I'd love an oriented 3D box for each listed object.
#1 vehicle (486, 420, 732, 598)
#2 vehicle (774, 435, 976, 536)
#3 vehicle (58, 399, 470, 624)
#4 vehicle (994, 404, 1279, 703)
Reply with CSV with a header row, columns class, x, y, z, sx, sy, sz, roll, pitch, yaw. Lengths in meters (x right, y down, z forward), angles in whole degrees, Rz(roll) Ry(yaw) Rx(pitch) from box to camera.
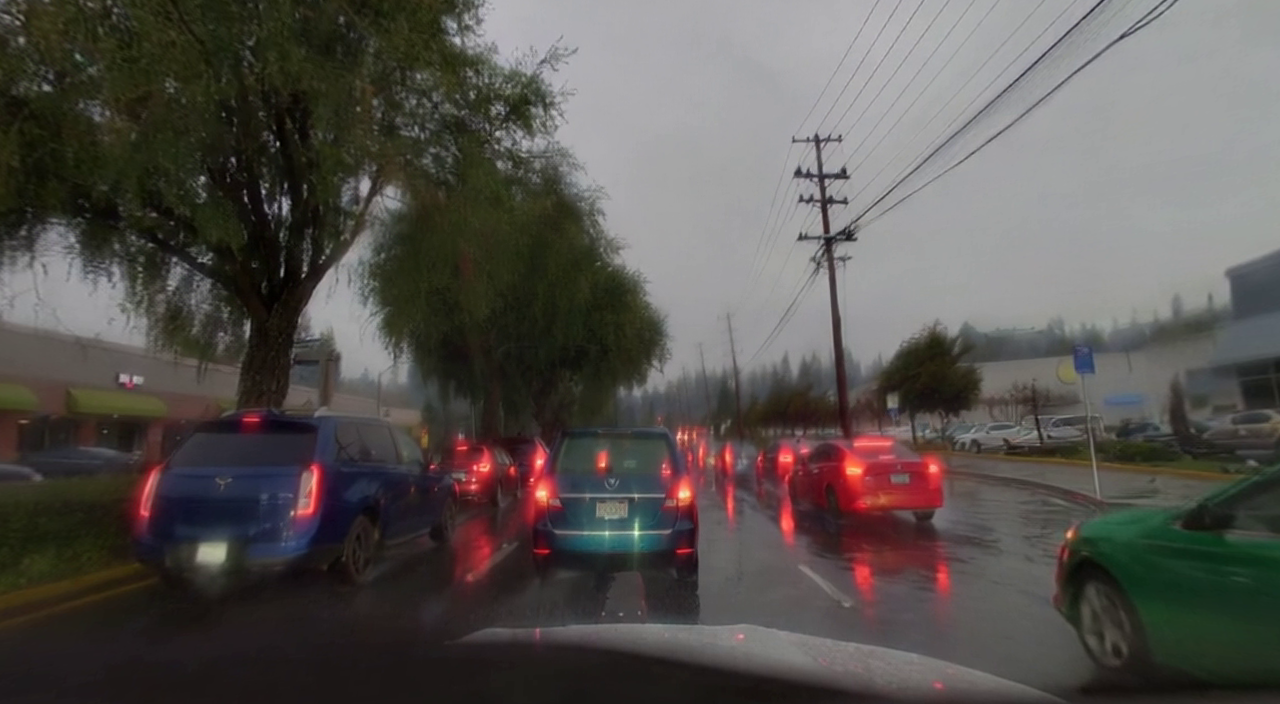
class,x,y,z,sx,sy,sz,roll,pitch,yaw
vehicle,-0.320,1.633,7.396,2.097,1.511,3.809,0,-9,-2
vehicle,3.918,2.289,11.503,1.909,1.473,4.361,0,-9,-1
vehicle,-3.433,1.527,6.999,1.979,1.697,4.254,0,-9,-1
vehicle,3.618,0.926,2.368,1.929,1.479,4.723,0,-9,1
